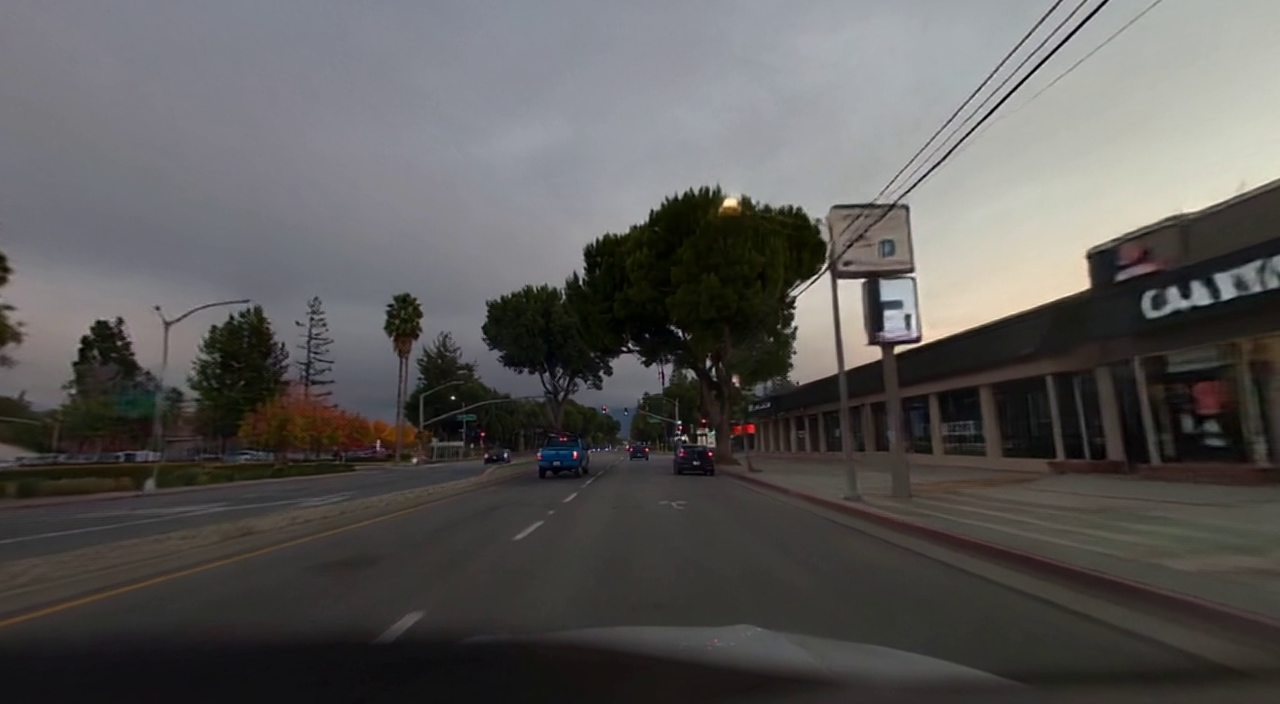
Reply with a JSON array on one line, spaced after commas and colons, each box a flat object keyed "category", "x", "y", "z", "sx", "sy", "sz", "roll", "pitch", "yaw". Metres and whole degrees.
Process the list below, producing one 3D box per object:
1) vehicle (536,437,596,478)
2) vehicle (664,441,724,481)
[{"category": "vehicle", "x": -3.453, "y": 5.049, "z": 30.583, "sx": 2.464, "sy": 1.777, "sz": 5.128, "roll": 0, "pitch": -9, "yaw": -2}, {"category": "vehicle", "x": 2.135, "y": 4.476, "z": 26.133, "sx": 2.103, "sy": 1.487, "sz": 4.101, "roll": 0, "pitch": -9, "yaw": 0}]
